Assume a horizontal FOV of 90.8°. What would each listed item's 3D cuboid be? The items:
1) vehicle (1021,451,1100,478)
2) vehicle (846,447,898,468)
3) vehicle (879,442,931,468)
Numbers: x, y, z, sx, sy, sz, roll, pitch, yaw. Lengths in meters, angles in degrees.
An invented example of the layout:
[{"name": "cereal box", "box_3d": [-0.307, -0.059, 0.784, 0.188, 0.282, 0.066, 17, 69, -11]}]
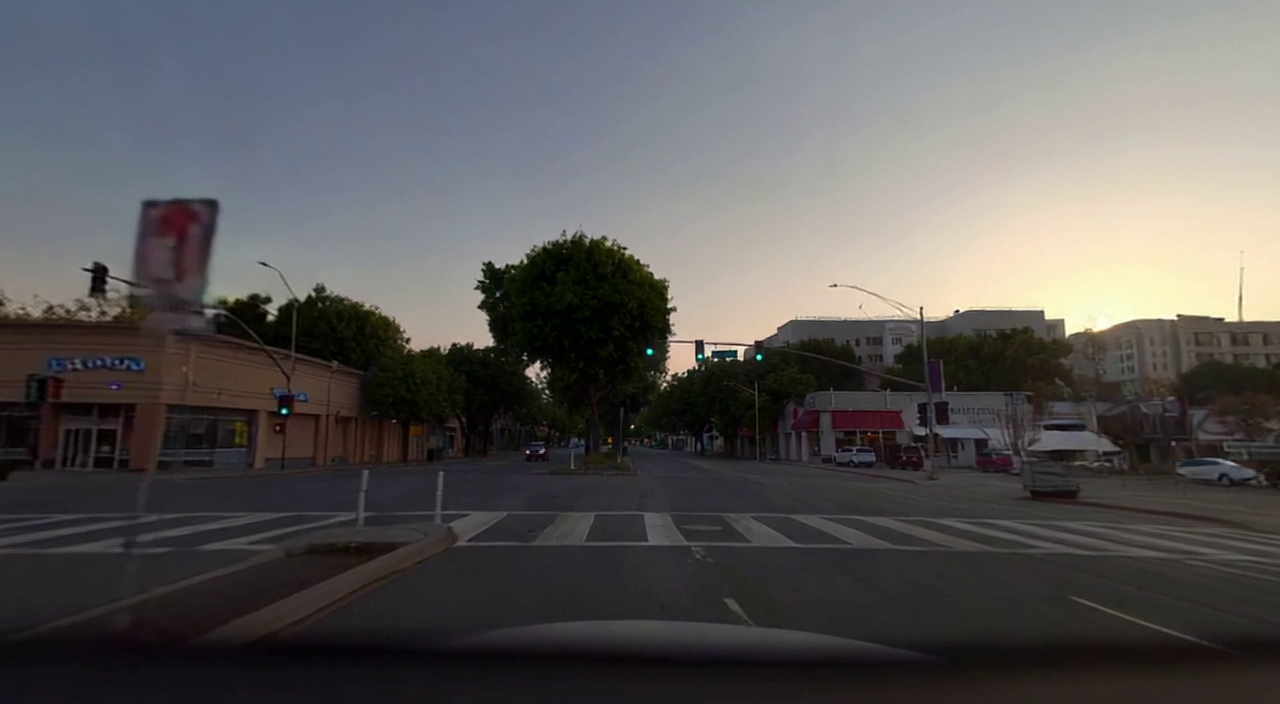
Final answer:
[{"name": "vehicle", "box_3d": [26.764, 7.145, 40.417, 1.929, 1.613, 4.530, 0, -8, 0]}, {"name": "vehicle", "box_3d": [18.023, 8.201, 49.286, 2.073, 1.519, 4.429, 1, -8, -5]}, {"name": "vehicle", "box_3d": [20.491, 7.988, 49.059, 2.087, 1.868, 4.004, 1, -8, -3]}]
